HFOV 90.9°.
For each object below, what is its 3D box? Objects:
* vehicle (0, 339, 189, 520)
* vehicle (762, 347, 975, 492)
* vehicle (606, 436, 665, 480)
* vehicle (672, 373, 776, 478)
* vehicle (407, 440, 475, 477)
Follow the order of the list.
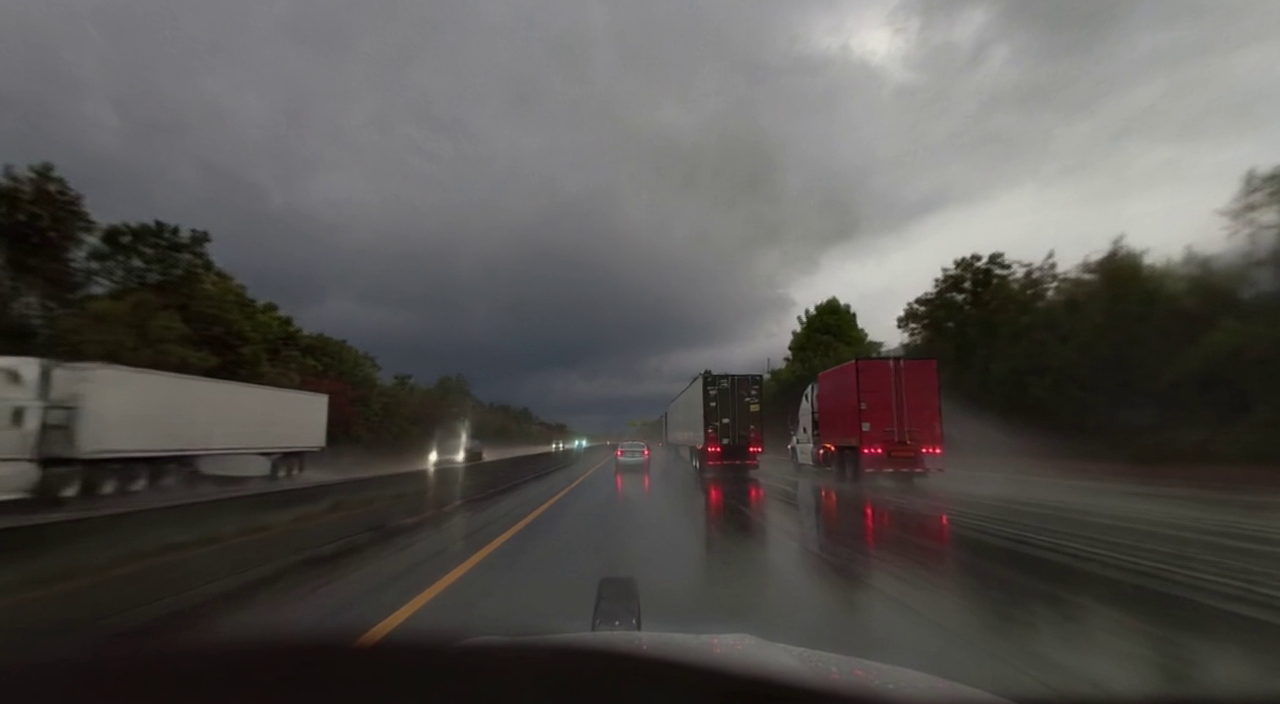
[{"bbox_3d":[-16.675,2.197,17.362,3.135,4.207,7.042,0,-9,-1],"label":"vehicle"},{"bbox_3d":[7.865,2.829,25.030,2.876,4.111,14.145,0,-8,-1],"label":"vehicle"},{"bbox_3d":[-0.218,3.930,23.685,2.038,1.477,3.773,0,-8,-1],"label":"vehicle"},{"bbox_3d":[3.670,3.811,31.979,2.888,4.099,14.183,0,-8,-2],"label":"vehicle"},{"bbox_3d":[-8.663,4.648,27.762,1.841,1.488,3.664,0,-8,-1],"label":"vehicle"}]
